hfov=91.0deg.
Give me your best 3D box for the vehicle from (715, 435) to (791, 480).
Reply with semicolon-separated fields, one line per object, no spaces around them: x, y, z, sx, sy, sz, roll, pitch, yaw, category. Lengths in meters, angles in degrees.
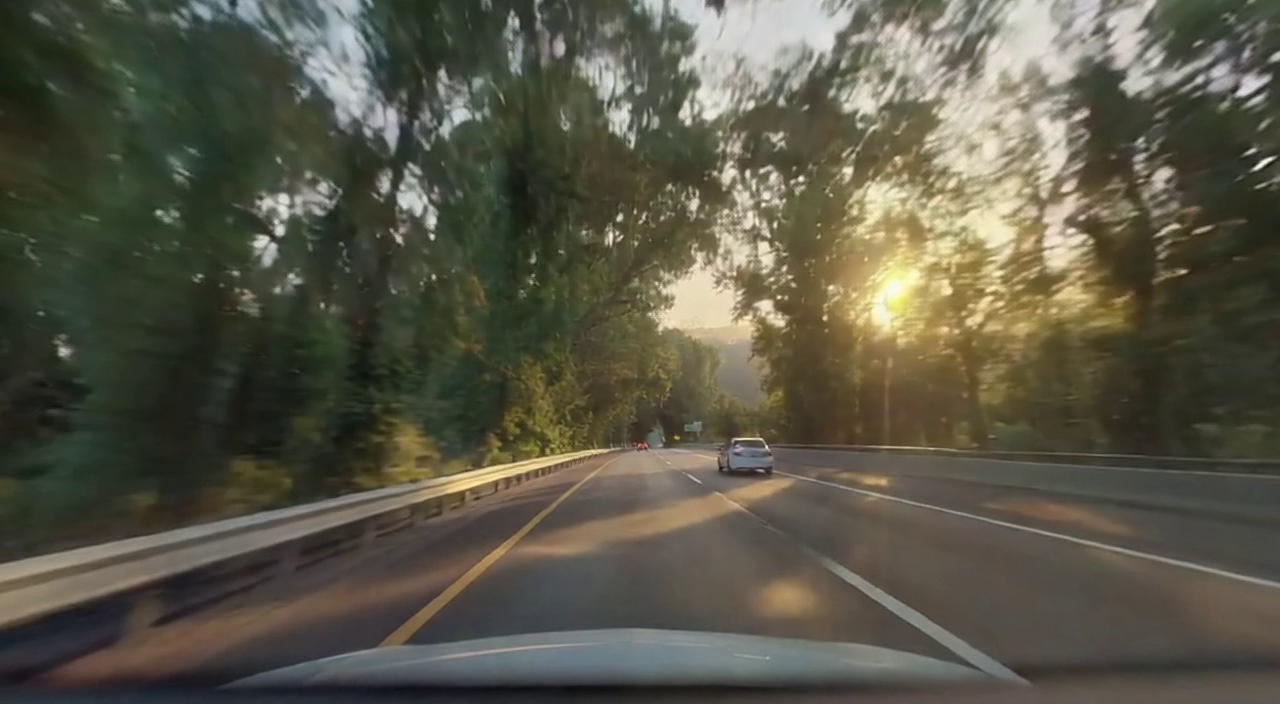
4.150;3.944;23.953;1.905;1.525;4.719;0;-8;-2;vehicle
